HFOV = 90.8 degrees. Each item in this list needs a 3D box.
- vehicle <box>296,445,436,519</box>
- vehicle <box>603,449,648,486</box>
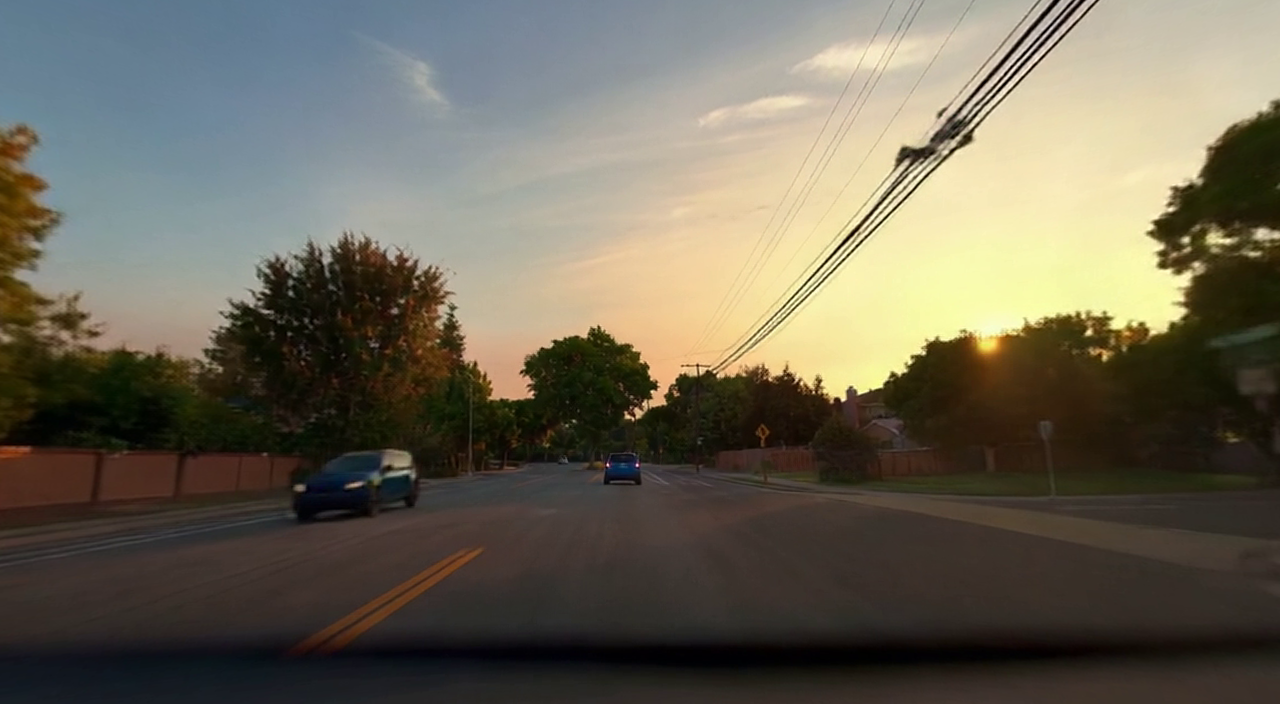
[{"bbox_3d":[-7.293,3.446,17.373,2.046,1.730,4.310,0,-8,-3],"label":"vehicle"},{"bbox_3d":[-0.779,5.802,31.946,2.139,1.699,3.916,0,-8,-3],"label":"vehicle"}]
